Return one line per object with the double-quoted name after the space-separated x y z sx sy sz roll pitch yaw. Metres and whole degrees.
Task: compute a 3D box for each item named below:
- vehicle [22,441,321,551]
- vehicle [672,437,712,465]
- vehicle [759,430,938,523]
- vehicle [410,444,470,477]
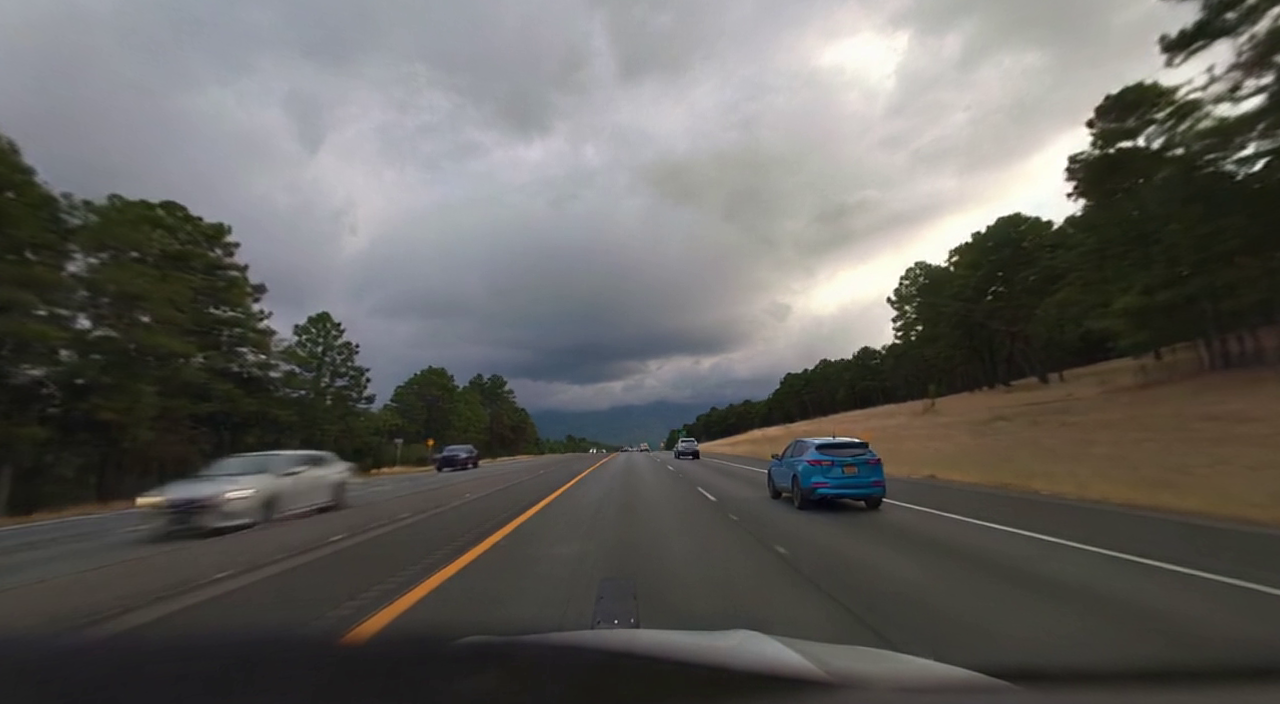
-7.738 2.345 11.116 1.925 1.512 4.387 0 -8 0 "vehicle"
3.226 6.264 39.980 2.043 1.673 4.016 0 -8 -2 "vehicle"
3.830 2.342 12.497 1.999 1.501 4.221 0 -8 -2 "vehicle"
-10.939 5.931 34.739 1.971 1.678 4.295 0 -8 -1 "vehicle"
